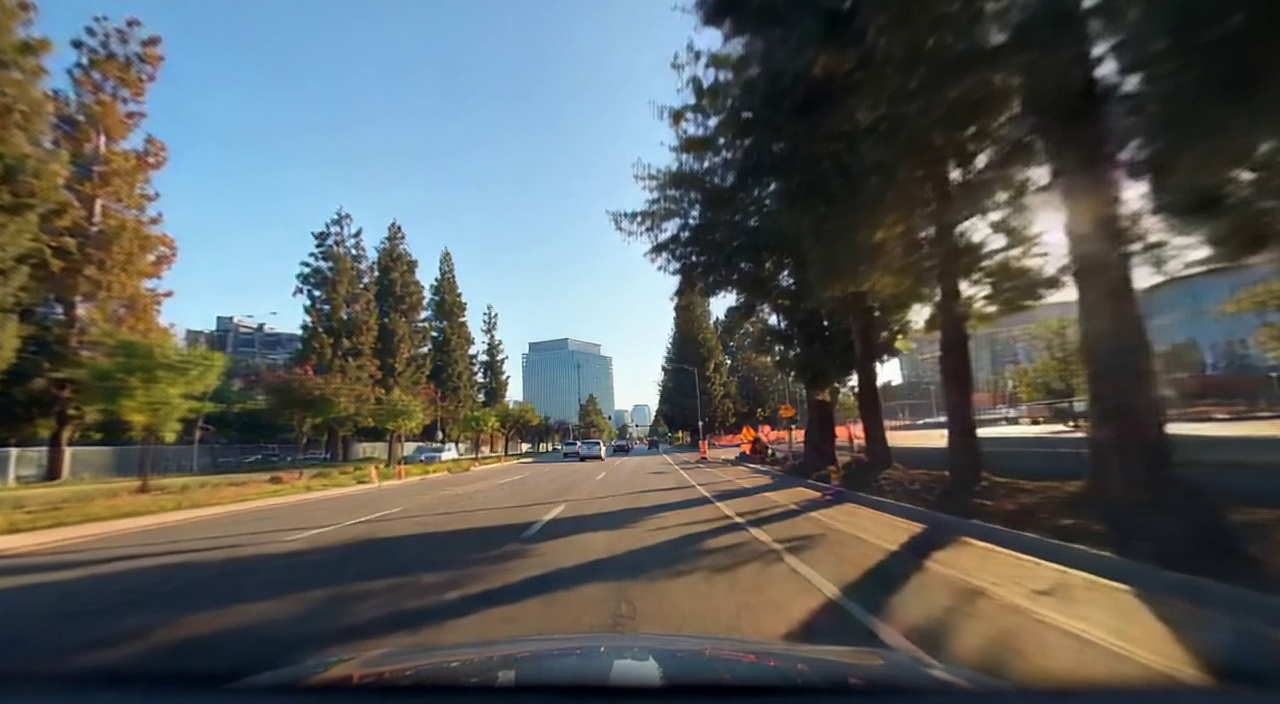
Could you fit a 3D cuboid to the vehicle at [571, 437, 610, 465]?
[{"bbox_3d":[-3.128,6.361,40.783,2.121,1.654,3.993,0,-8,0],"label":"vehicle"}]
